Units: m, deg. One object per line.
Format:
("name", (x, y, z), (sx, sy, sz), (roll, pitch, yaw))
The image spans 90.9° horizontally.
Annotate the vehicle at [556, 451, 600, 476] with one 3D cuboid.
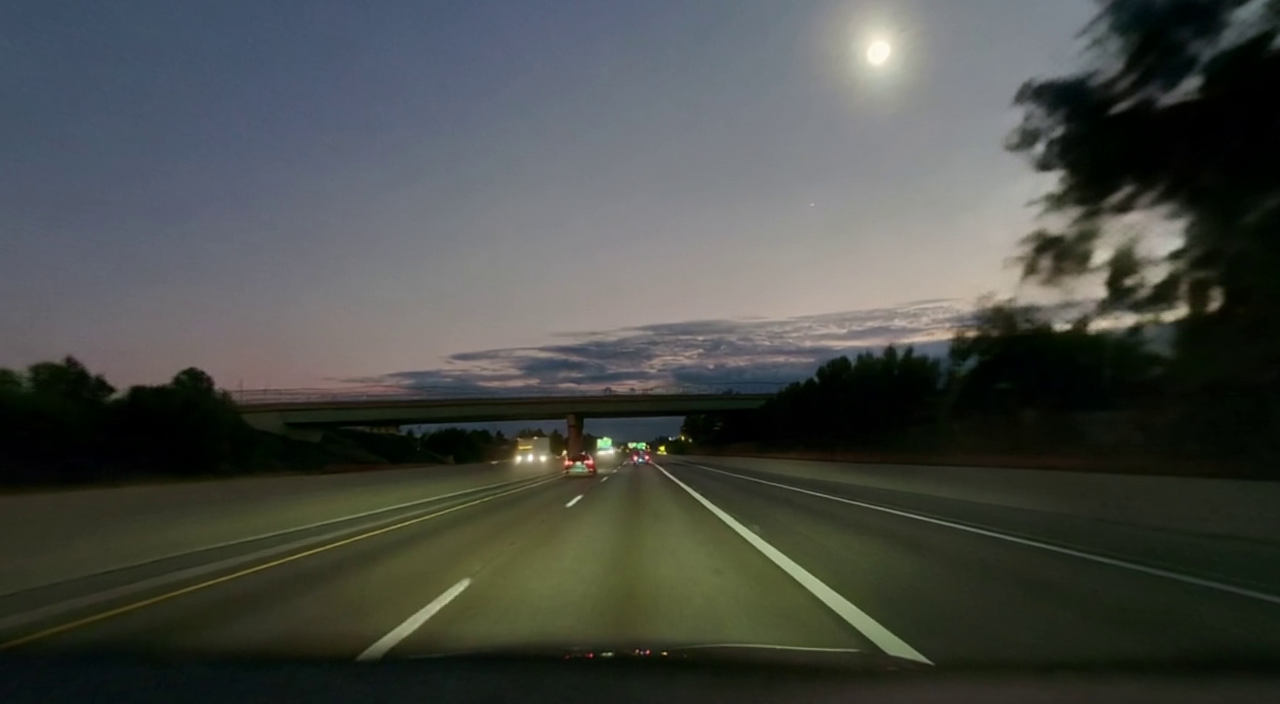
("vehicle", (-3.813, 6.979, 39.663), (2.293, 1.462, 4.452), (0, -9, 0))
